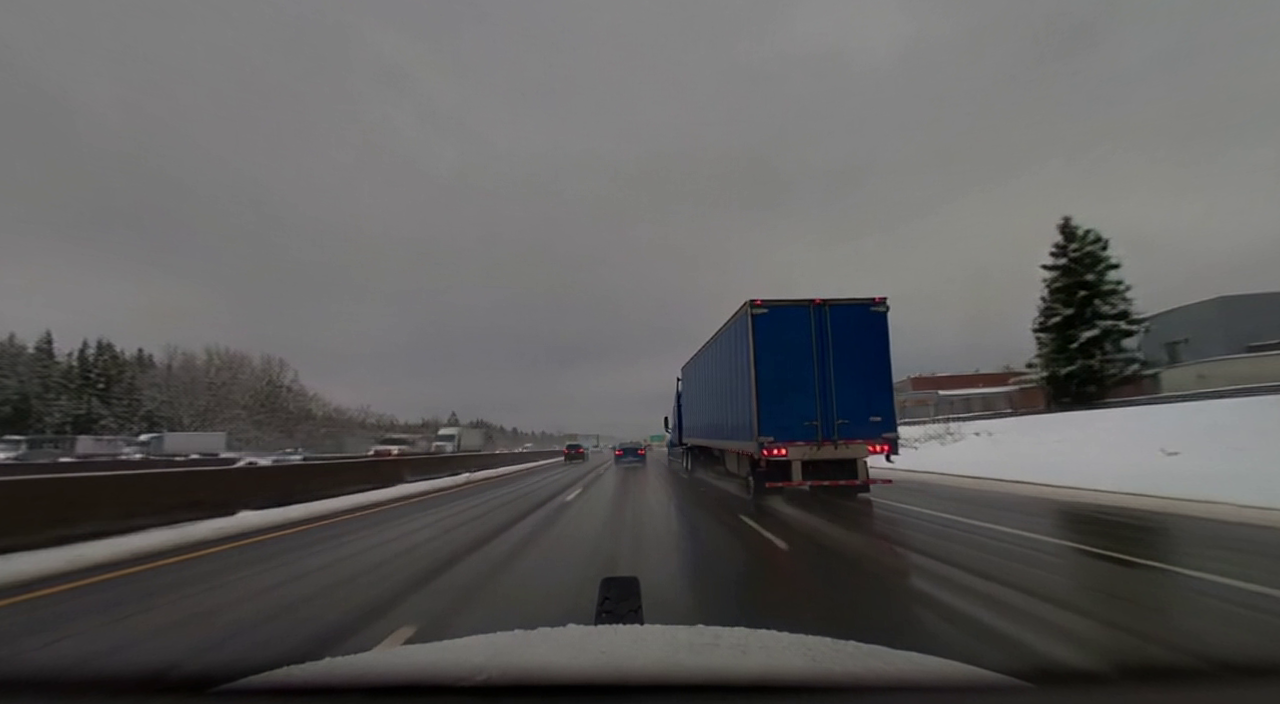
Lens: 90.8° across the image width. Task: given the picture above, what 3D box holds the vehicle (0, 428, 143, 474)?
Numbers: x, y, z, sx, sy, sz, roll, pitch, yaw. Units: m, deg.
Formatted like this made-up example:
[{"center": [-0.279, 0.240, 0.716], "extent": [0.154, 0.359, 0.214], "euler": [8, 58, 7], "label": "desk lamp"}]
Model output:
[{"center": [-40.305, 6.980, 44.583], "extent": [7.735, 2.972, 2.679], "euler": [5, -10, -31], "label": "vehicle"}]

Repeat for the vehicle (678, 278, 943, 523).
[{"center": [3.287, 1.964, 18.556], "extent": [2.996, 4.123, 15.965], "euler": [0, -9, -1], "label": "vehicle"}]

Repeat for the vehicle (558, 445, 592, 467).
[{"center": [-4.594, 7.385, 45.098], "extent": [1.995, 1.491, 4.317], "euler": [0, -9, 0], "label": "vehicle"}]

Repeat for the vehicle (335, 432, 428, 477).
[{"center": [-13.314, 5.363, 33.109], "extent": [2.323, 2.123, 5.905], "euler": [0, -9, 0], "label": "vehicle"}]

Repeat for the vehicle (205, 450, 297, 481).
[{"center": [-20.378, 5.930, 33.332], "extent": [1.867, 1.496, 4.627], "euler": [0, -9, 0], "label": "vehicle"}]

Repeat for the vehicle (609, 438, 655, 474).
[{"center": [-0.412, 5.245, 32.083], "extent": [2.191, 1.685, 4.015], "euler": [0, -9, 0], "label": "vehicle"}]
